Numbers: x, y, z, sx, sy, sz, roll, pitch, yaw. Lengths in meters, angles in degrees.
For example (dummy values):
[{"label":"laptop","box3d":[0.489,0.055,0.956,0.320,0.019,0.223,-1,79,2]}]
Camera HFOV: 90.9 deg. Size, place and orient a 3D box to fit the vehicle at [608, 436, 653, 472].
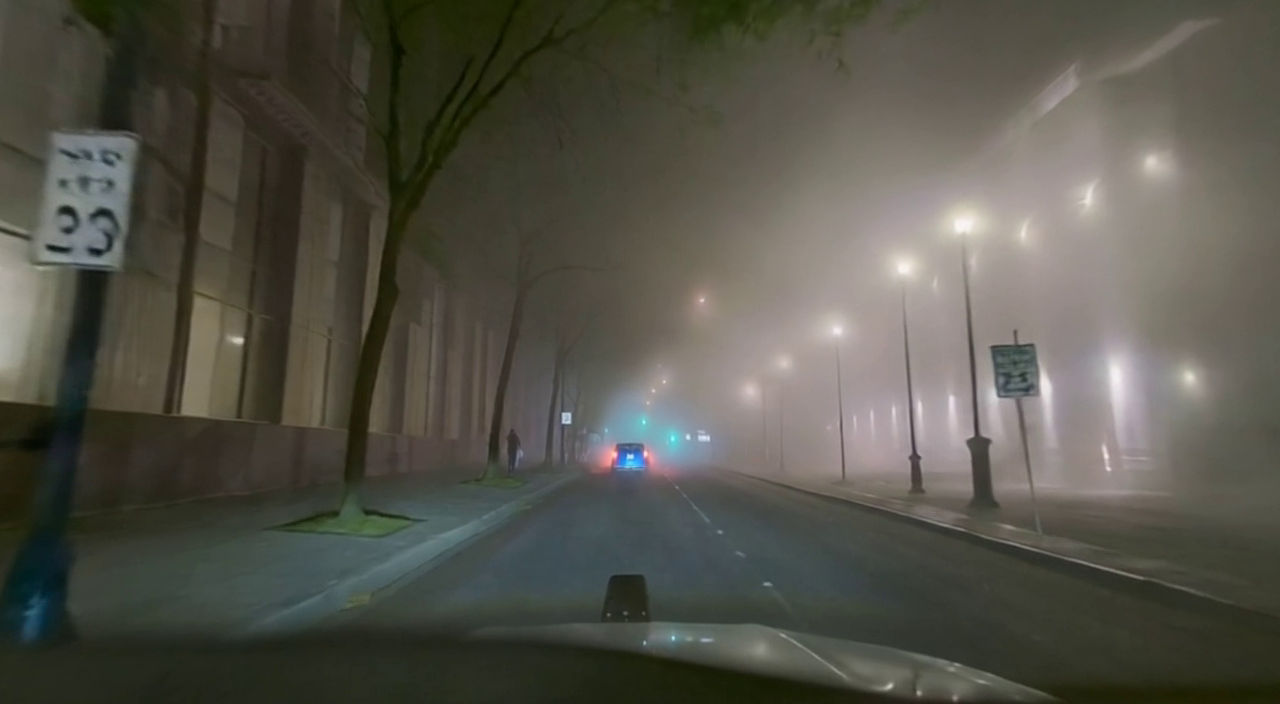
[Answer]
[{"label":"vehicle","box3d":[-0.477,5.044,31.329,2.079,1.621,3.861,0,-9,-1]}]
